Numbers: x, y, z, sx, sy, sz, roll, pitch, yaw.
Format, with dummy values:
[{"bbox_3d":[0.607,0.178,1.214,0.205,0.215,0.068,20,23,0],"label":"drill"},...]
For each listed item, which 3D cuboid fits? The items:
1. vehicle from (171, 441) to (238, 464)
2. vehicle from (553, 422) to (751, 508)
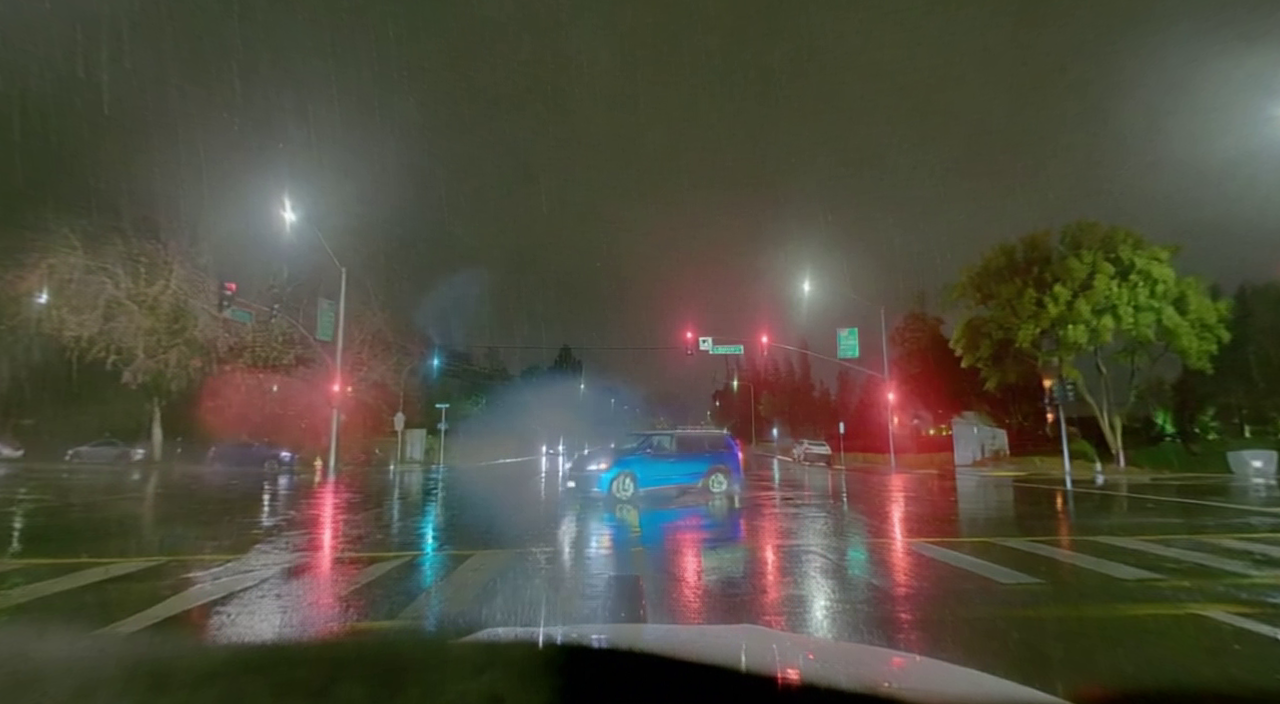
[{"bbox_3d":[-29.096,6.701,42.052,1.696,1.431,3.686,-1,-8,3],"label":"vehicle"},{"bbox_3d":[0.411,2.672,15.310,4.580,1.768,2.134,7,-11,-42],"label":"vehicle"}]
